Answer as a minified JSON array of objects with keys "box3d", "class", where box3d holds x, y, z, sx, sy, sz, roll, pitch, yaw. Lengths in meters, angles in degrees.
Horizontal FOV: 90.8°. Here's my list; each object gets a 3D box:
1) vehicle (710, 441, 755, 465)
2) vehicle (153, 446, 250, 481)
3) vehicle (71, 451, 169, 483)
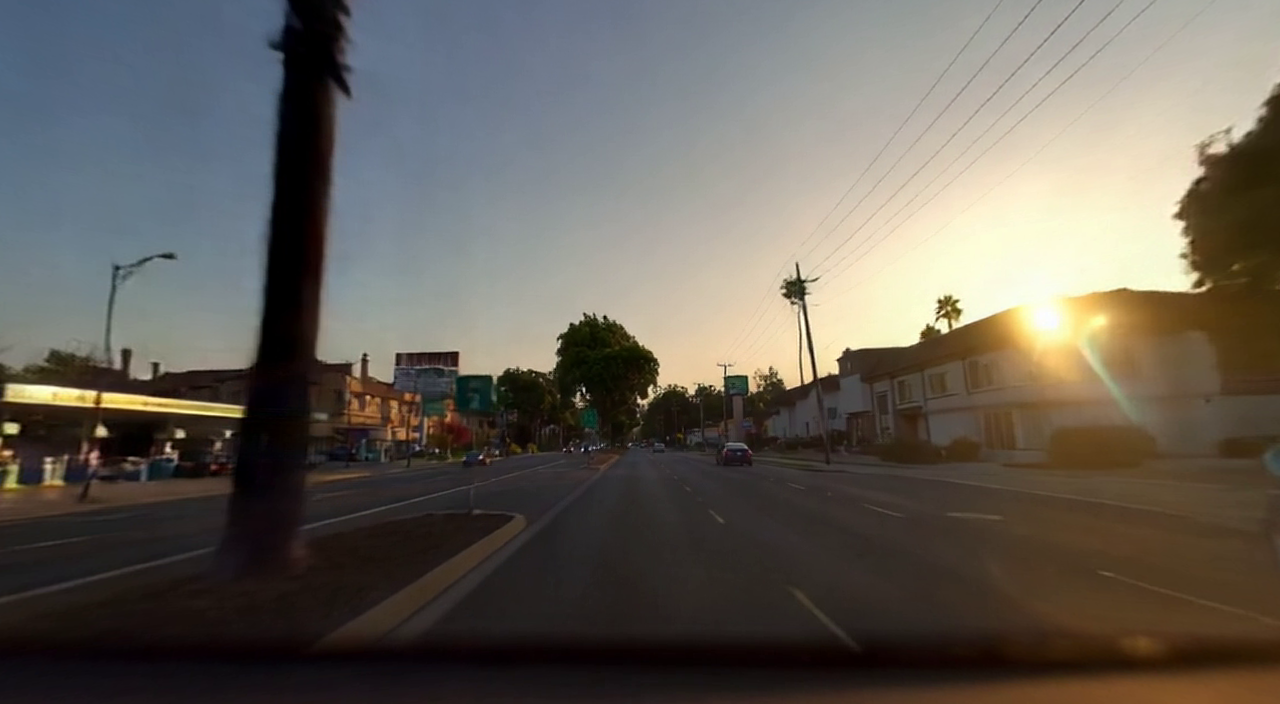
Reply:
[{"box3d":[6.066,6.706,41.971,2.261,1.479,4.403,0,-8,-2],"class":"vehicle"},{"box3d":[-25.936,6.580,37.623,2.056,1.890,5.063,0,-8,1],"class":"vehicle"},{"box3d":[-30.966,6.810,37.806,1.993,1.737,4.539,0,-8,-1],"class":"vehicle"}]
